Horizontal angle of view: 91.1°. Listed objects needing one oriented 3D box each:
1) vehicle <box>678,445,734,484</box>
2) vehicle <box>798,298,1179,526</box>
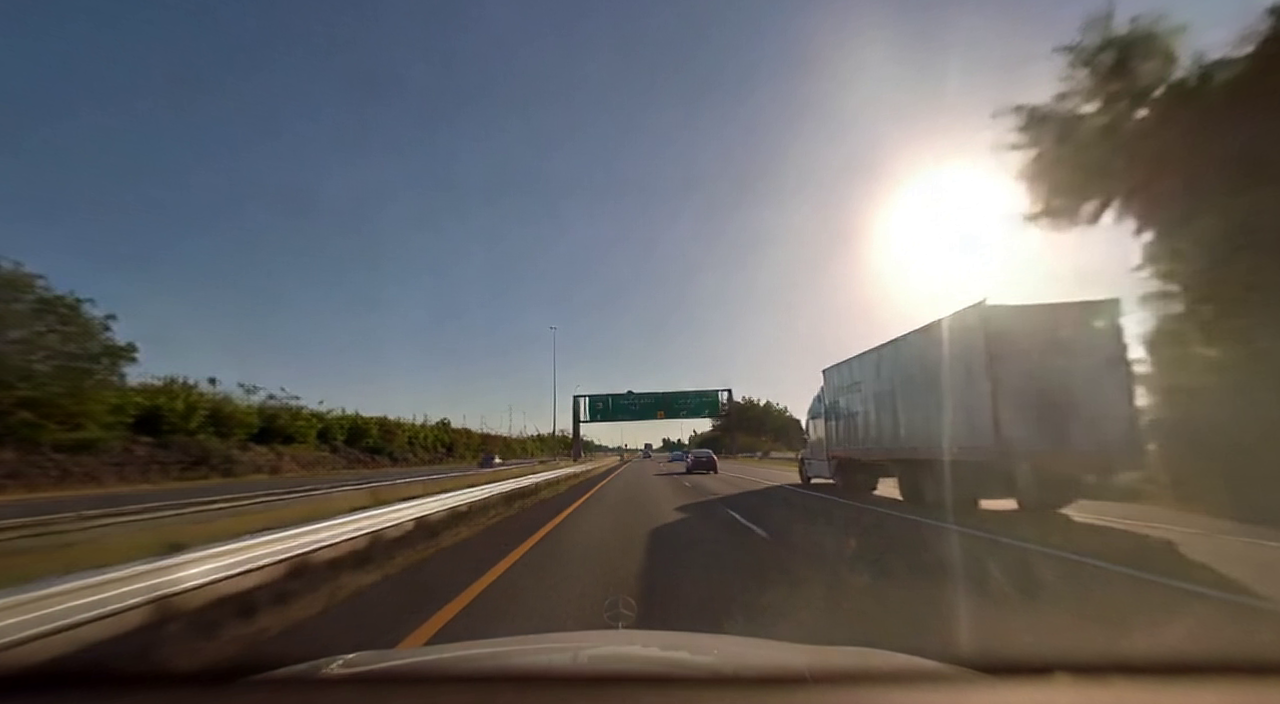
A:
[{"bbox_3d":[2.844,4.934,27.799,2.024,1.579,3.707,0,-9,-1],"label":"vehicle"},{"bbox_3d":[7.851,2.067,18.068,2.907,4.042,13.858,0,-9,0],"label":"vehicle"}]
